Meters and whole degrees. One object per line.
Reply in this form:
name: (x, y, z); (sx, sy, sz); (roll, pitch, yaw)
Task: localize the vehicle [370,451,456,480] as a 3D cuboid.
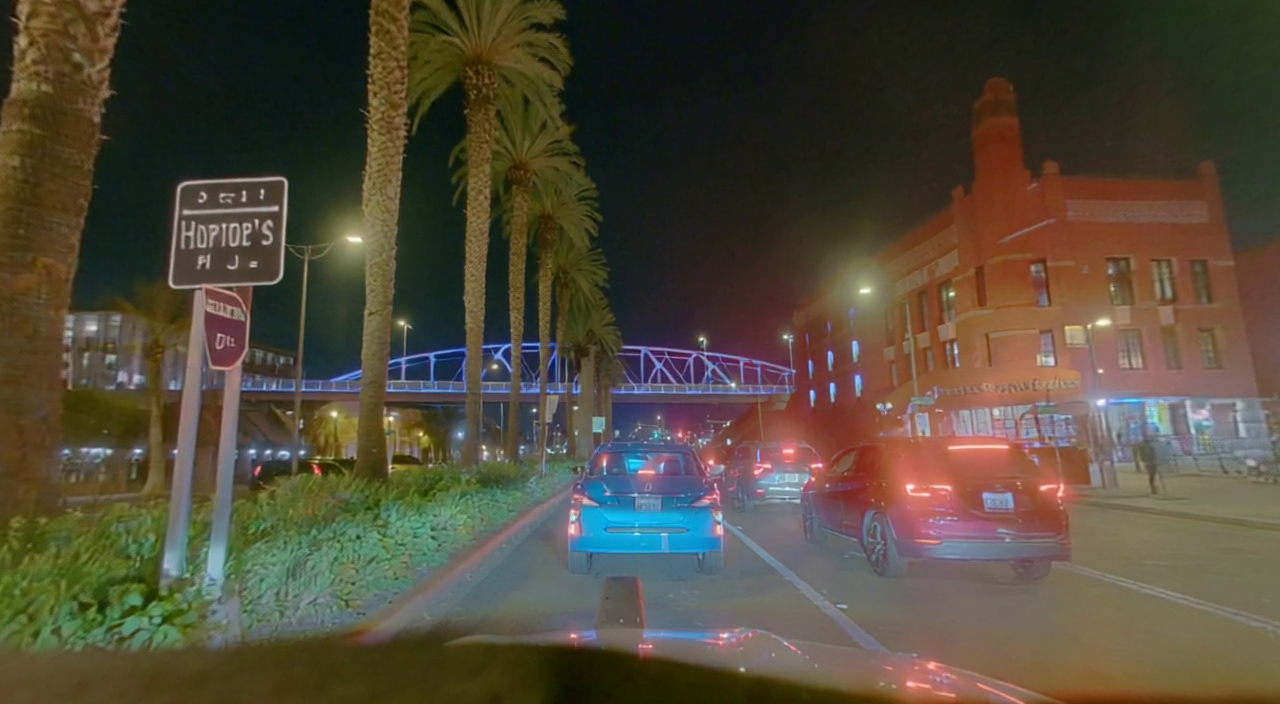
vehicle: (-14.951, 7.466, 41.656); (4.852, 1.802, 2.104); (-2, -9, 9)

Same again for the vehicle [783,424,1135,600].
vehicle: (3.263, 1.712, 7.710); (1.920, 1.490, 4.417); (0, -9, -1)

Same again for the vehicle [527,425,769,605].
vehicle: (0.058, 1.666, 7.276); (2.048, 1.503, 3.681); (0, -9, 0)
